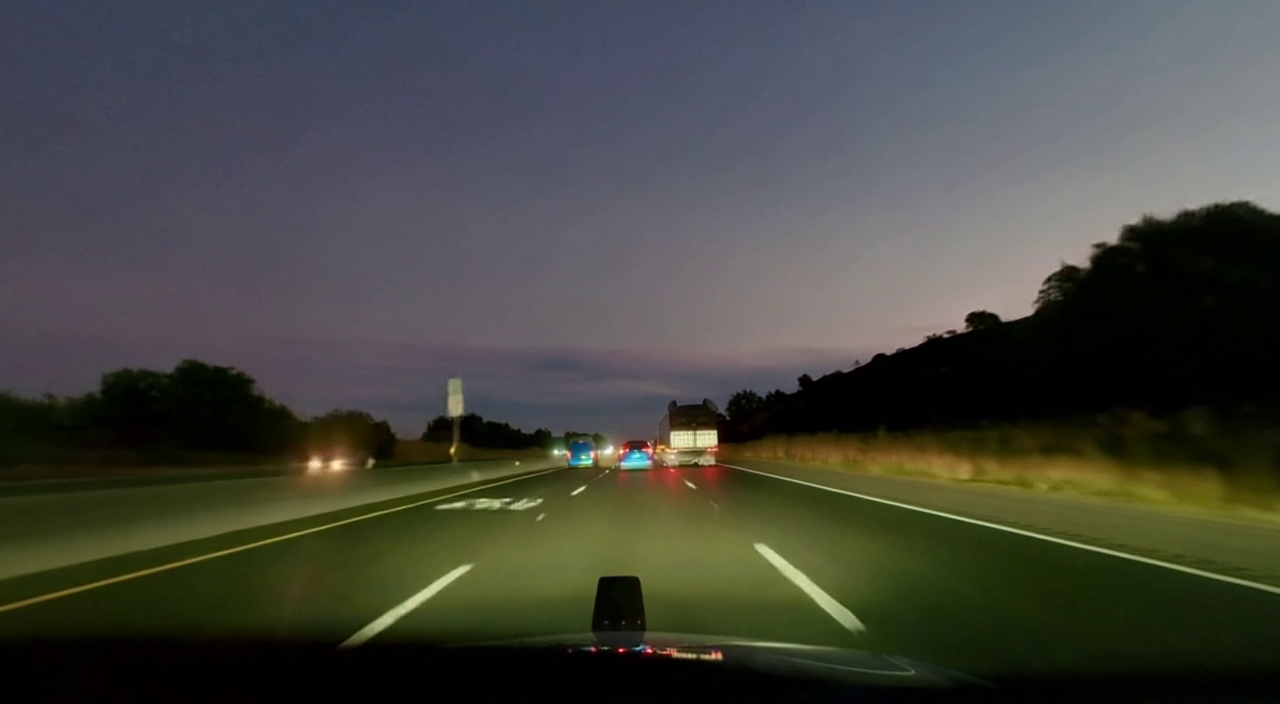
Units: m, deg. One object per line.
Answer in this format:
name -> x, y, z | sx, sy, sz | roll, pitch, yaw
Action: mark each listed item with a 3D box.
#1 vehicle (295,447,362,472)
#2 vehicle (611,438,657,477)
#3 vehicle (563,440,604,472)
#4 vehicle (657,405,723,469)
vehicle -> -19.158, 6.621, 39.008 | 1.932, 1.459, 4.178 | -1, -9, 1
vehicle -> -0.285, 5.374, 32.194 | 2.209, 1.825, 4.036 | 0, -9, 0
vehicle -> -3.659, 6.886, 41.833 | 2.167, 1.991, 5.062 | -1, -9, 1
vehicle -> 3.380, 6.710, 48.406 | 3.468, 4.030, 16.902 | 0, -9, -1
